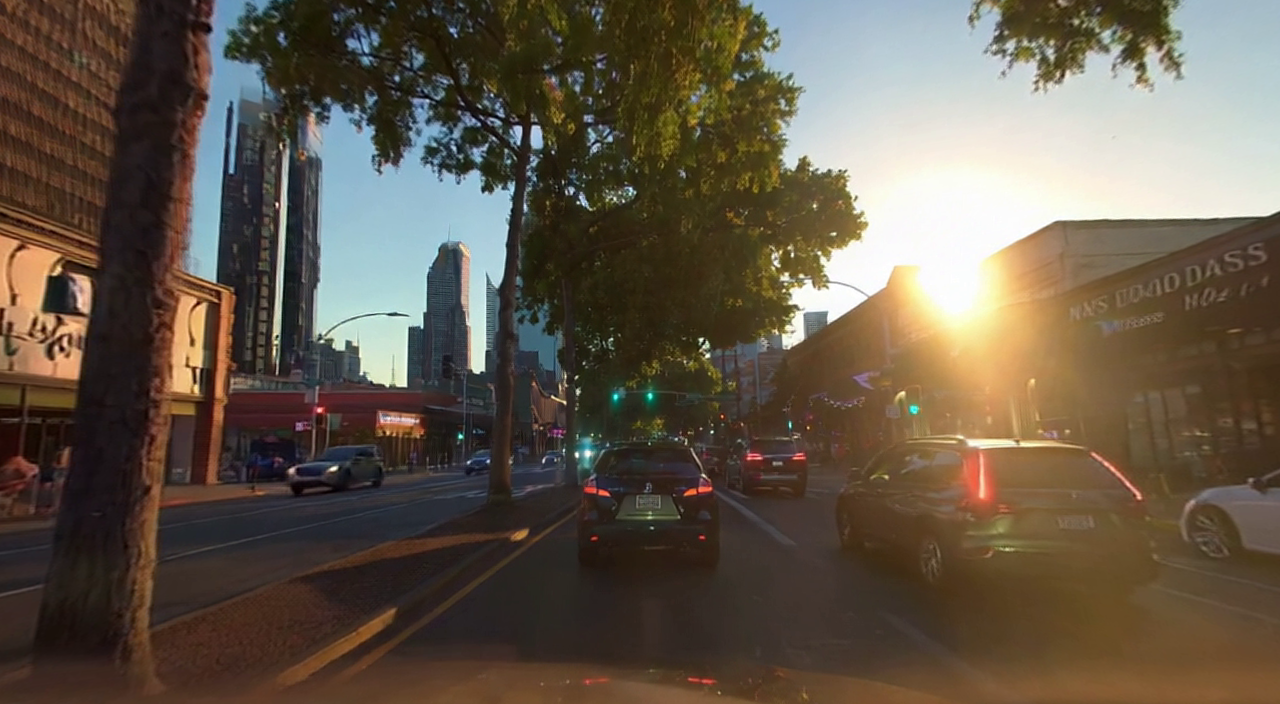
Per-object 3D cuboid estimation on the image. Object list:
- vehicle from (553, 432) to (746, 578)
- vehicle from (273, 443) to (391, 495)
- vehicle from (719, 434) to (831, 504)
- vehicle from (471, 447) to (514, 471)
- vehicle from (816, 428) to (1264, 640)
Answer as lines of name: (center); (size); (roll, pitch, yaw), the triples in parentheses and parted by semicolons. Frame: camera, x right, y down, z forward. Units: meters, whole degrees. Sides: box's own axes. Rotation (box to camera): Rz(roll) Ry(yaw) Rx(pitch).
vehicle: (0.074, 1.865, 8.403); (2.006, 1.487, 3.535); (0, -9, -1)
vehicle: (-11.428, 4.348, 23.913); (2.042, 1.749, 4.629); (-1, -9, 1)
vehicle: (3.528, 3.160, 17.454); (2.025, 1.660, 4.334); (0, -9, -1)
vehicle: (-11.221, 8.150, 48.408); (2.034, 1.765, 4.708); (-1, -9, 2)
vehicle: (3.428, 1.614, 6.644); (1.988, 1.480, 4.195); (0, -9, 1)
